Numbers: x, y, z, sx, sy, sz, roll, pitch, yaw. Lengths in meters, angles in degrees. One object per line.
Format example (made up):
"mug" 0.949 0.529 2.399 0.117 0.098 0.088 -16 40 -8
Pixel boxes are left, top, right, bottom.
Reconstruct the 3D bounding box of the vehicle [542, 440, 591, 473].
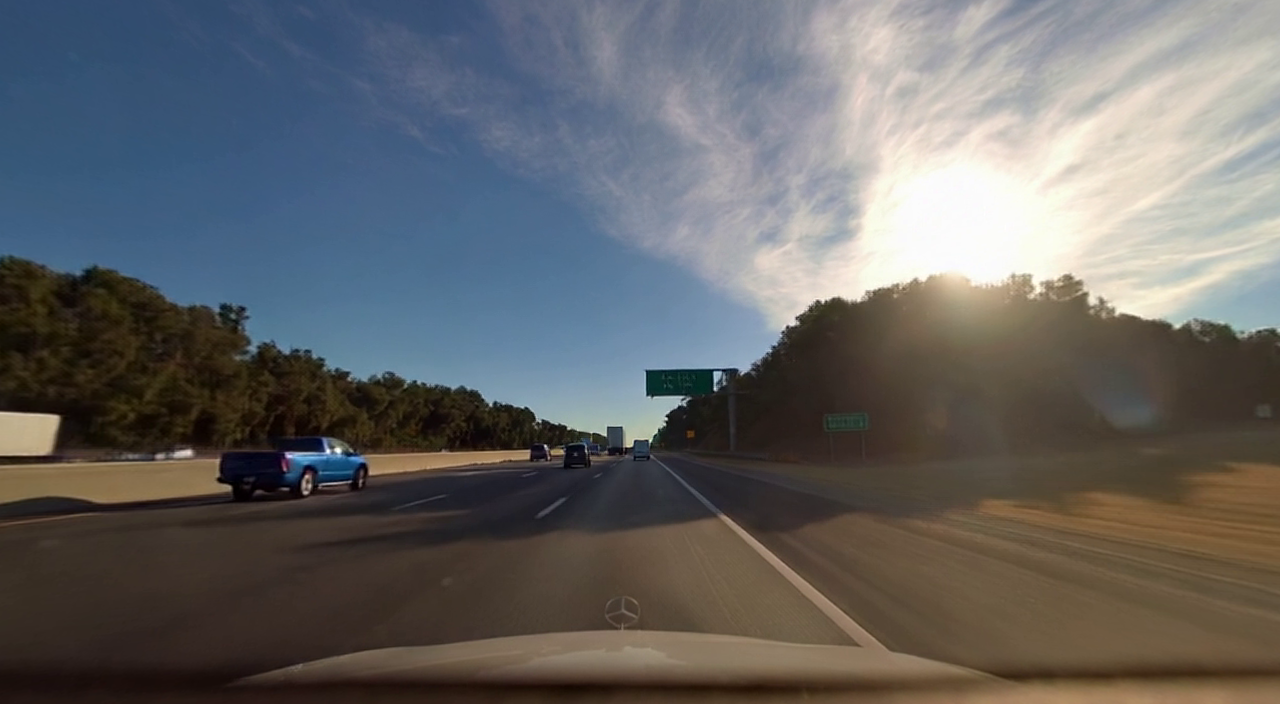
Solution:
"vehicle" -3.973 5.733 34.646 2.094 1.695 4.260 0 -9 1

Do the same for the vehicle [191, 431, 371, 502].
"vehicle" -10.214 3.297 18.621 2.146 1.764 5.510 0 -9 -1
